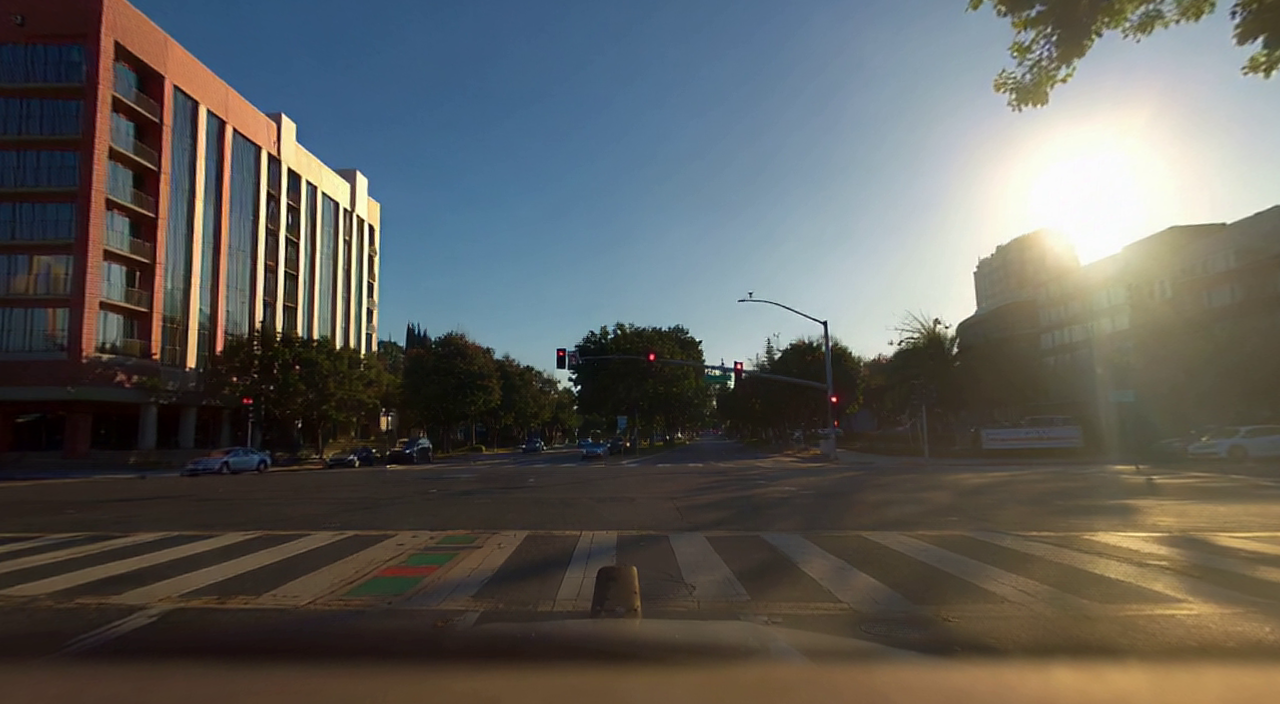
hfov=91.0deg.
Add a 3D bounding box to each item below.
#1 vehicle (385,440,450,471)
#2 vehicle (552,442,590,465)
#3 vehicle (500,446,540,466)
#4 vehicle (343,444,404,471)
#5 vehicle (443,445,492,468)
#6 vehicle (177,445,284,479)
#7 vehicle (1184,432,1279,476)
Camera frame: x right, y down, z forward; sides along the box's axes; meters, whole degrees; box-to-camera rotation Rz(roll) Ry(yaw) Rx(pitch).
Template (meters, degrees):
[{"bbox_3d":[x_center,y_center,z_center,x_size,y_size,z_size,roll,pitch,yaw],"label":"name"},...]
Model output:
[{"bbox_3d":[-15.108,7.041,43.158,2.340,1.946,5.450,0,-9,2],"label":"vehicle"},{"bbox_3d":[-4.517,6.713,41.676,1.954,1.431,4.050,-1,-9,2],"label":"vehicle"},{"bbox_3d":[-8.087,7.009,42.610,1.910,1.321,3.692,0,-9,2],"label":"vehicle"},{"bbox_3d":[-18.552,7.352,44.022,2.237,1.801,4.541,0,-9,1],"label":"vehicle"},{"bbox_3d":[-11.625,7.069,42.691,1.911,1.476,4.297,-1,-9,2],"label":"vehicle"},{"bbox_3d":[-23.581,6.311,36.505,2.032,1.839,4.884,-3,-9,18],"label":"vehicle"},{"bbox_3d":[22.322,3.577,22.227,4.474,1.477,1.908,0,-9,-2],"label":"vehicle"}]
